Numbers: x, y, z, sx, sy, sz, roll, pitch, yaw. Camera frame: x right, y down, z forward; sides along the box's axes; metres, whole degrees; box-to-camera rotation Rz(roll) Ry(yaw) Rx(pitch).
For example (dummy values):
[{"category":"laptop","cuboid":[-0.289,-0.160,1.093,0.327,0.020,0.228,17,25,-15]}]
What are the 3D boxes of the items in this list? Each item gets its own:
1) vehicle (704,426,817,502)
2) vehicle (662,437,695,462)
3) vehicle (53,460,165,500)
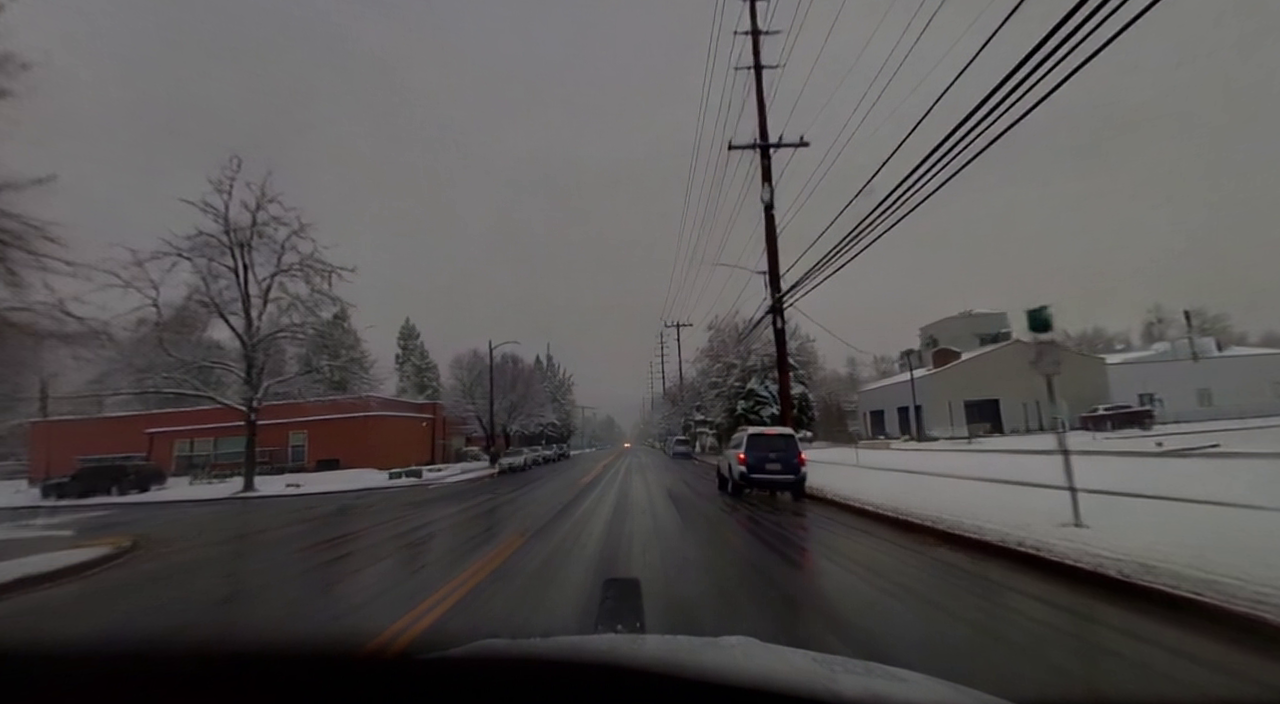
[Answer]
[{"category":"vehicle","cuboid":[3.170,3.080,17.859,2.138,1.820,5.218,0,-8,0]},{"category":"vehicle","cuboid":[2.977,7.620,49.449,2.120,1.869,4.773,0,-8,-2]},{"category":"vehicle","cuboid":[-25.837,6.211,30.971,1.803,1.469,4.240,-2,-6,1]}]
